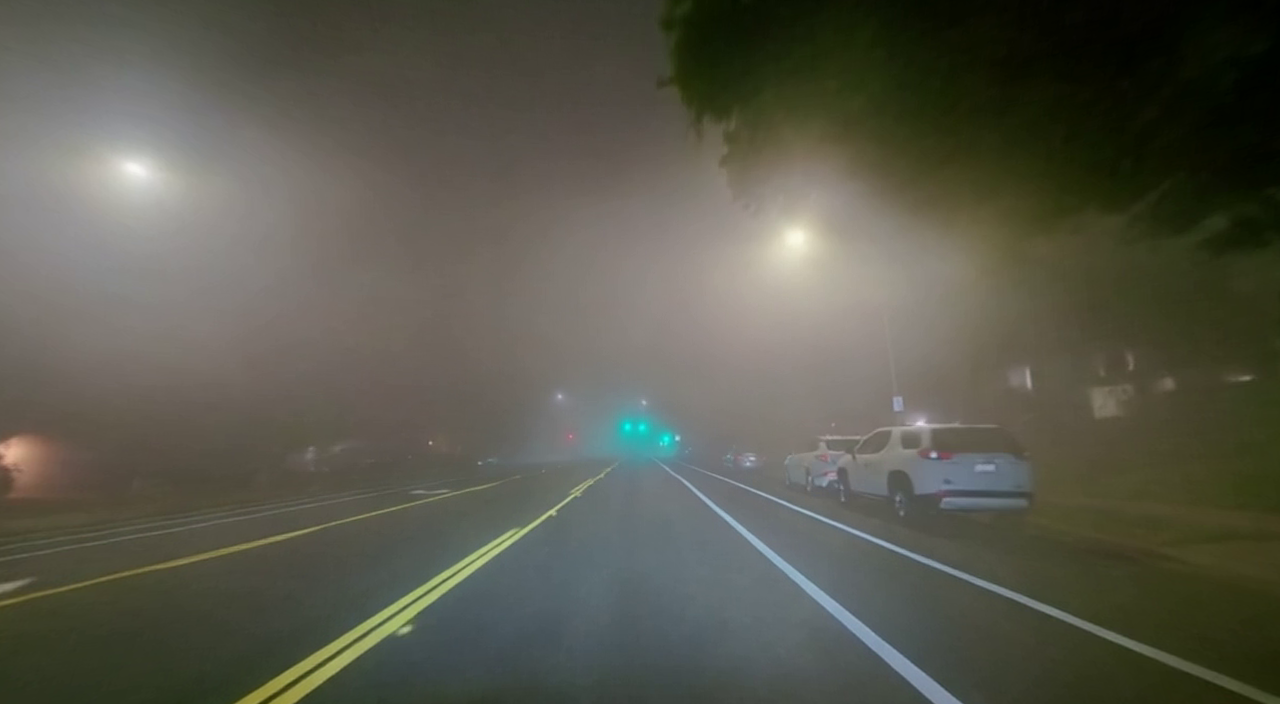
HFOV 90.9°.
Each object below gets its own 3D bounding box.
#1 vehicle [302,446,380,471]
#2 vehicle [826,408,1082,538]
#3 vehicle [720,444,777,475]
[{"bbox_3d":[-21.764,7.760,46.054,4.610,1.721,2.019,0,-9,-1],"label":"vehicle"},{"bbox_3d":[5.080,2.037,11.184,2.160,1.800,4.646,0,-9,1],"label":"vehicle"},{"bbox_3d":[5.464,5.461,32.318,1.935,1.453,4.488,0,-9,-2],"label":"vehicle"}]
